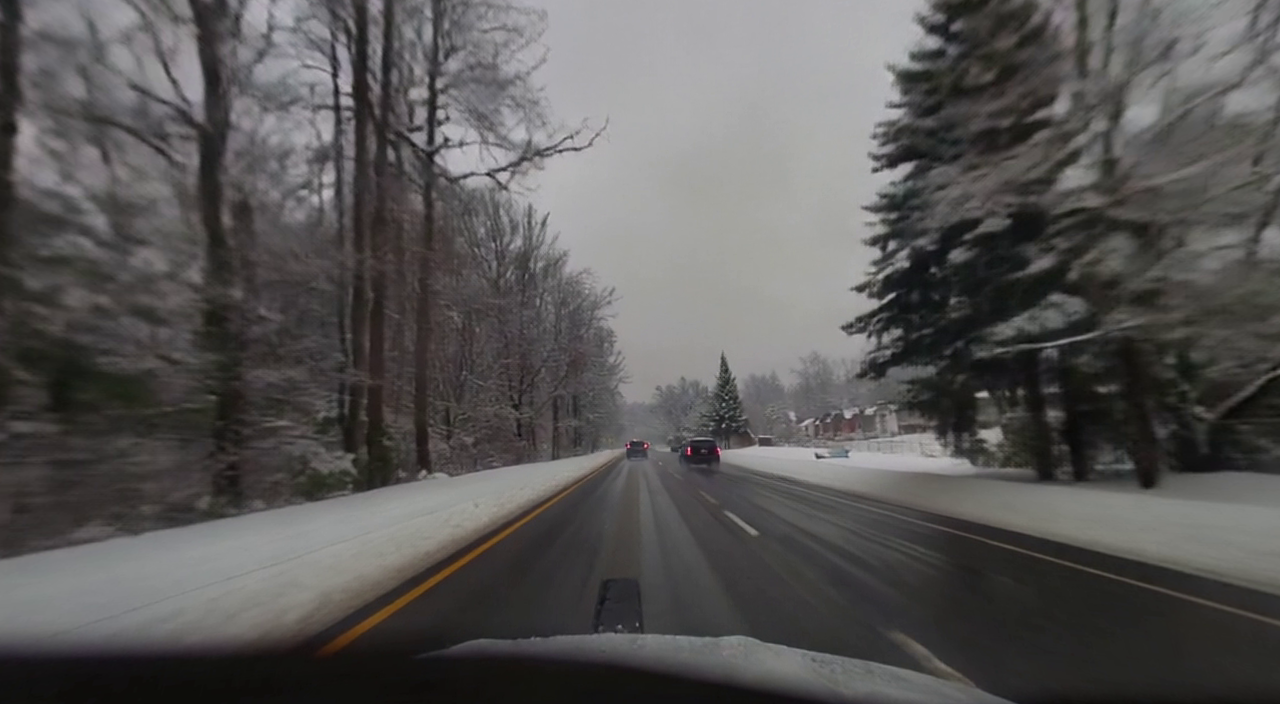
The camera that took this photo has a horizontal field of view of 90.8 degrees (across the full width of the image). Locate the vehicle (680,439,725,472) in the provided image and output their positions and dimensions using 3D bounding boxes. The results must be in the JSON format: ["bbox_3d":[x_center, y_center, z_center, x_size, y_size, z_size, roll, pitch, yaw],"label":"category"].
[{"bbox_3d":[3.332,5.601,34.386,1.888,1.640,4.044,0,-8,-2],"label":"vehicle"}]
